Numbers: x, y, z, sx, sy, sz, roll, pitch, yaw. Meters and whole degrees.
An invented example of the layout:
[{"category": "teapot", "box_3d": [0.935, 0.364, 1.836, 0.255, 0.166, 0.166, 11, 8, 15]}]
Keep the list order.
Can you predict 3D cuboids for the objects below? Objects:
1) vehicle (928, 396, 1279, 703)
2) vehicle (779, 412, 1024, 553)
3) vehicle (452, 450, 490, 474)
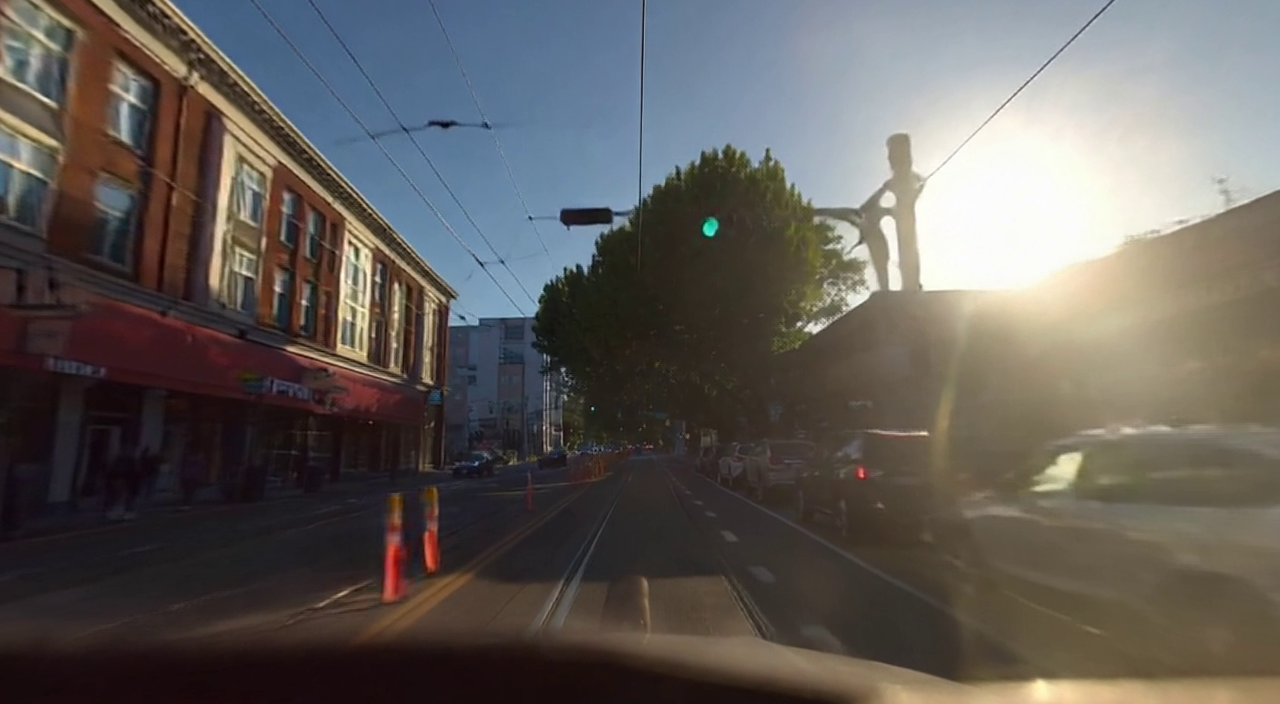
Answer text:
[{"category": "vehicle", "box_3d": [3.687, 1.172, 4.195, 1.778, 1.534, 3.484, 0, -8, -2]}, {"category": "vehicle", "box_3d": [3.652, 1.902, 9.843, 1.941, 1.671, 4.264, -1, -9, 0]}, {"category": "vehicle", "box_3d": [-11.005, 7.145, 41.217, 1.877, 1.430, 3.712, 1, -8, -7]}]
